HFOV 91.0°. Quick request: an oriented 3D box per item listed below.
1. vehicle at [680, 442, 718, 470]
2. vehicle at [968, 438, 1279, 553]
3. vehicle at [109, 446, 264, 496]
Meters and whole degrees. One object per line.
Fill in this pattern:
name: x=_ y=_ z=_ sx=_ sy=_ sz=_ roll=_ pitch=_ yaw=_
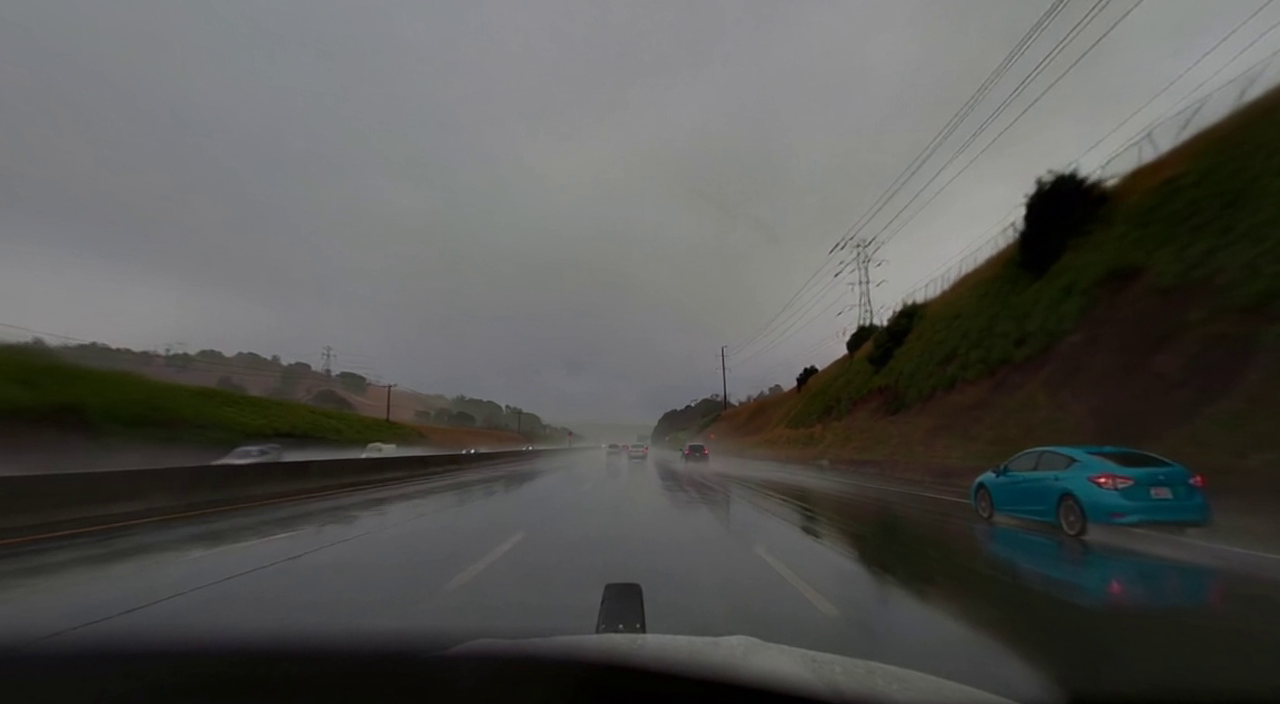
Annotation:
vehicle: x=3.984 y=7.099 z=43.346 sx=2.159 sy=1.782 sz=4.673 roll=1 pitch=-8 yaw=0
vehicle: x=8.086 y=2.347 z=11.160 sx=1.970 sy=1.545 sz=4.818 roll=0 pitch=-8 yaw=0
vehicle: x=-16.046 y=4.191 z=22.682 sx=1.905 sy=1.556 sz=4.773 roll=0 pitch=-9 yaw=2
